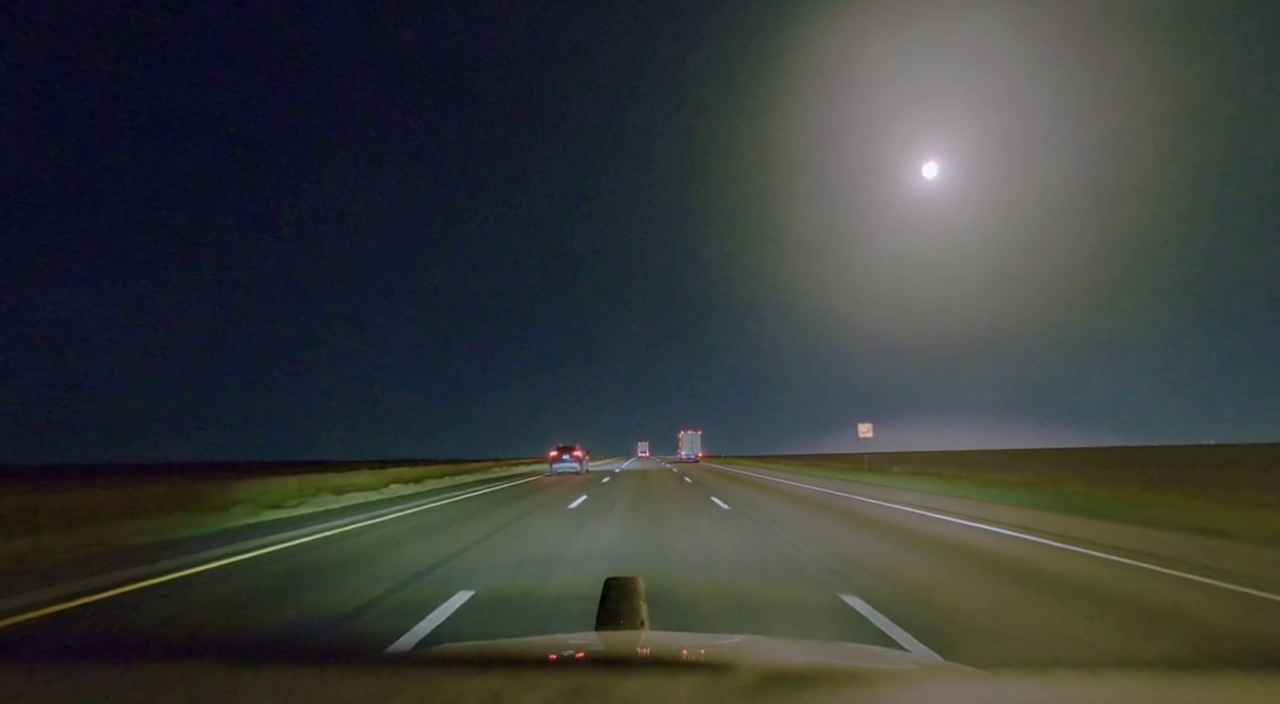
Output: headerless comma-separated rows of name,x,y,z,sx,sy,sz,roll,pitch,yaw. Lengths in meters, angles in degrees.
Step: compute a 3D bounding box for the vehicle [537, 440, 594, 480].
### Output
vehicle,-3.440,5.071,29.846,2.070,1.707,4.309,0,-9,2
